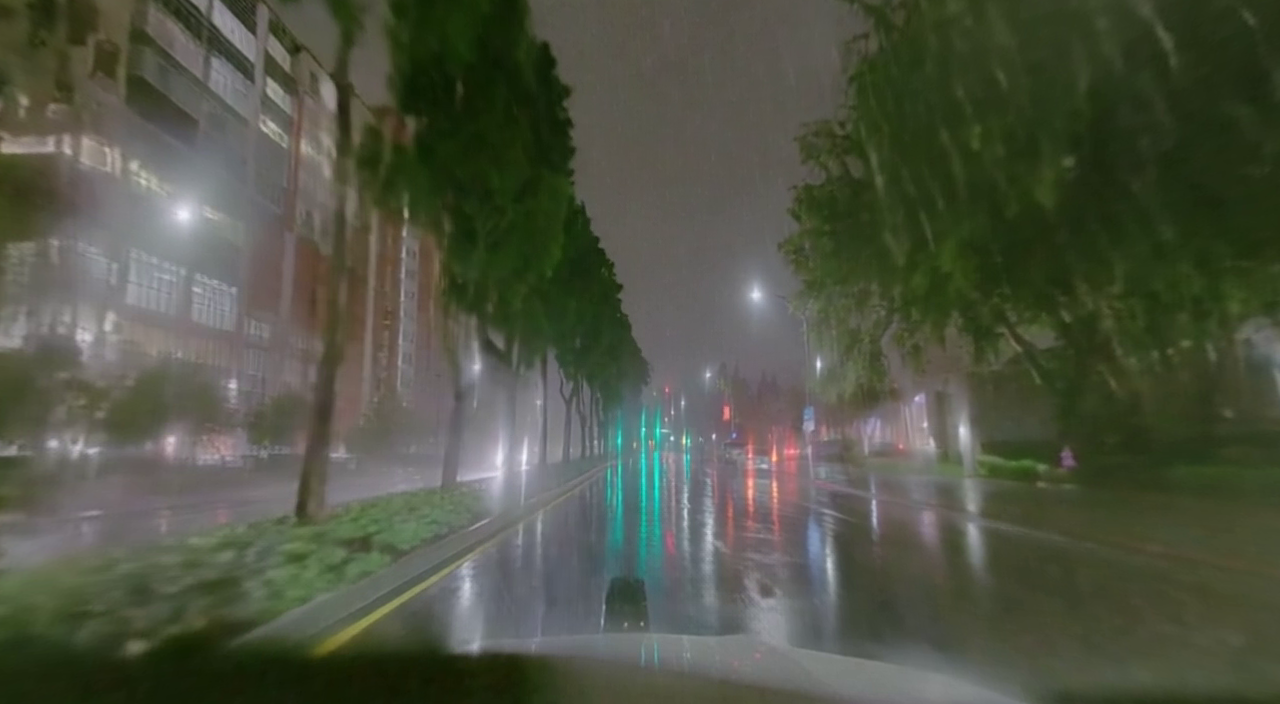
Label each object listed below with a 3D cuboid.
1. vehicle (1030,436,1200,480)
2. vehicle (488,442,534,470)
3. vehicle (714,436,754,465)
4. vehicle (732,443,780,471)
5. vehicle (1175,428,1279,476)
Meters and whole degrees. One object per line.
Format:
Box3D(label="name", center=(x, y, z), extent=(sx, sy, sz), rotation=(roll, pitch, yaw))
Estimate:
Box3D(label="vehicle", center=(16.055, 3.595, 21.458), extent=(4.276, 1.397, 1.786), rotation=(0, -8, 1))
Box3D(label="vehicle", center=(-8.031, 6.531, 39.727), extent=(1.982, 1.608, 4.519), rotation=(0, -8, 0))
Box3D(label="vehicle", center=(6.572, 6.986, 44.778), extent=(2.045, 1.890, 4.876), rotation=(0, -8, -1))
Box3D(label="vehicle", center=(6.568, 5.985, 36.238), extent=(1.948, 1.511, 4.623), rotation=(0, -8, 1))
Box3D(label="vehicle", center=(20.981, 3.333, 21.163), extent=(4.333, 1.491, 1.744), rotation=(-1, -7, 1))
